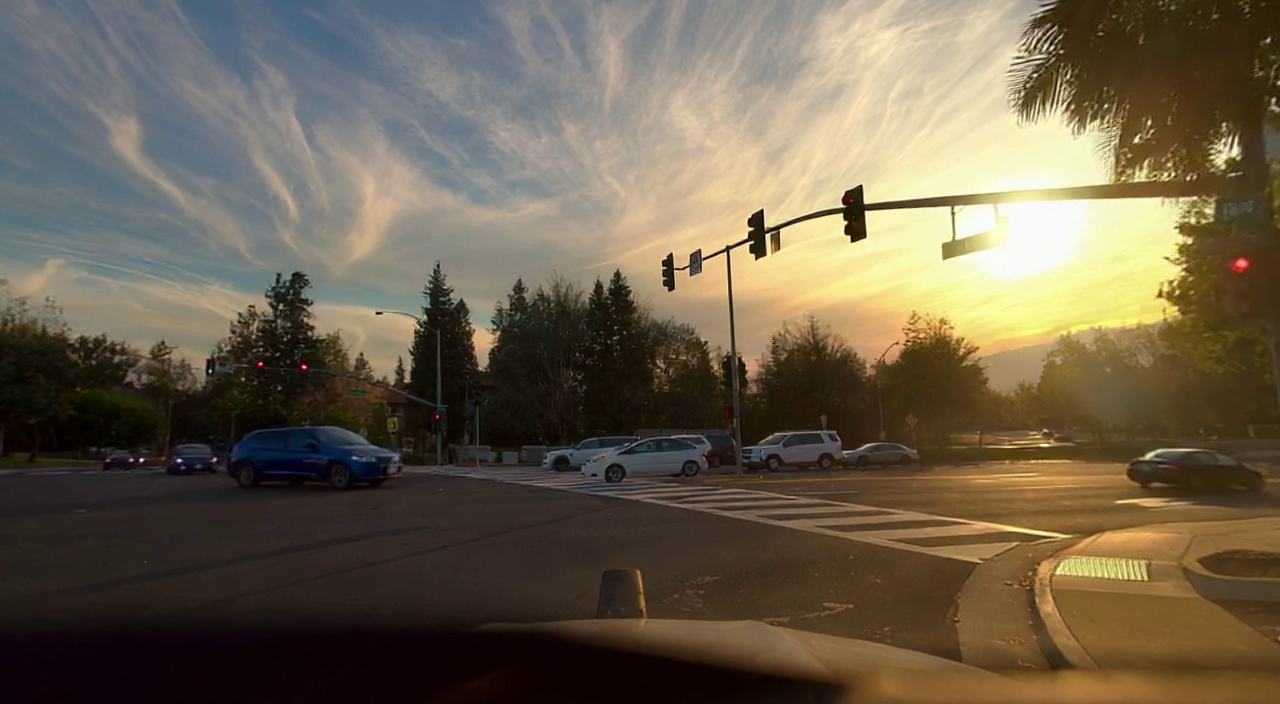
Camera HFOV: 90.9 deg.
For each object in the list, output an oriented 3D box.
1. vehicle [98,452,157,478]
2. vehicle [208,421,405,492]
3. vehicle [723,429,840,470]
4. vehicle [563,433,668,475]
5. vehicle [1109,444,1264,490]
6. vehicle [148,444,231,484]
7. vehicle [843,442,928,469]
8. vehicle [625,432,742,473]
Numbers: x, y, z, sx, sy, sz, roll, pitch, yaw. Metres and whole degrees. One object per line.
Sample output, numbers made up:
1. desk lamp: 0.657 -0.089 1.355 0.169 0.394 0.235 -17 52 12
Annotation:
1. vehicle: -32.528 7.124 39.941 4.589 1.462 1.953 -7 -11 40
2. vehicle: -9.841 3.047 18.565 5.332 1.807 2.450 -5 -10 28
3. vehicle: 7.319 5.064 32.541 5.791 1.964 2.199 5 -10 -26
4. vehicle: -1.083 4.579 28.492 4.360 1.749 1.895 4 -10 -28
5. vehicle: 18.736 3.868 21.622 4.686 1.425 2.018 3 -9 -23
6. vehicle: -18.811 4.592 26.208 2.000 1.484 4.826 8 -12 -43
7. vehicle: 13.829 5.783 35.417 4.457 1.429 1.862 4 -9 -26
8. vehicle: 1.800 4.141 26.142 4.483 1.589 1.852 4 -9 -25
